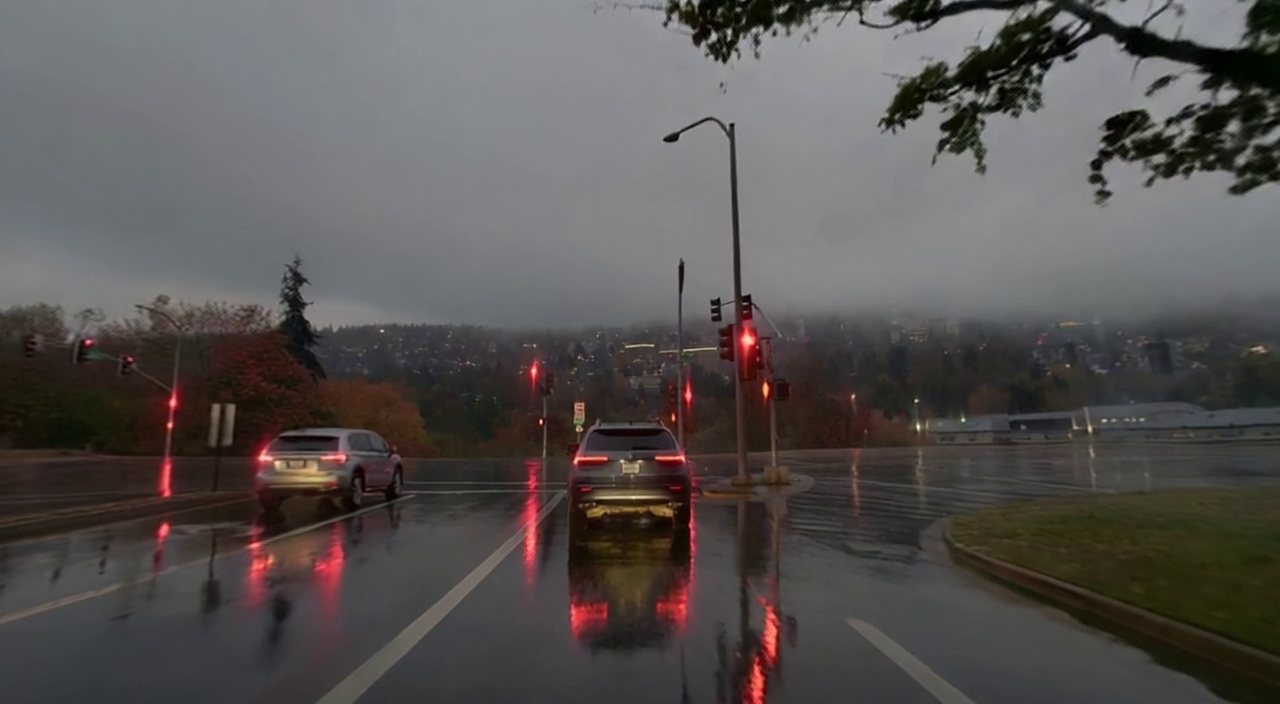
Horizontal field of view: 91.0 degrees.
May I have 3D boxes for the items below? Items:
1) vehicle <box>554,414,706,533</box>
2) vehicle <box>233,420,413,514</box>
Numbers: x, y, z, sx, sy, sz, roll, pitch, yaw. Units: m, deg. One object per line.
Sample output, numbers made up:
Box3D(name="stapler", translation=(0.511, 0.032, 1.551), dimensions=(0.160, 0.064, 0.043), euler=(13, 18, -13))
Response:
Box3D(name="vehicle", translation=(-0.290, 2.043, 11.099), dimensions=(2.154, 1.670, 4.140), euler=(1, -9, -4))
Box3D(name="vehicle", translation=(-6.556, 2.413, 13.652), dimensions=(2.020, 1.695, 4.187), euler=(1, -9, -5))
